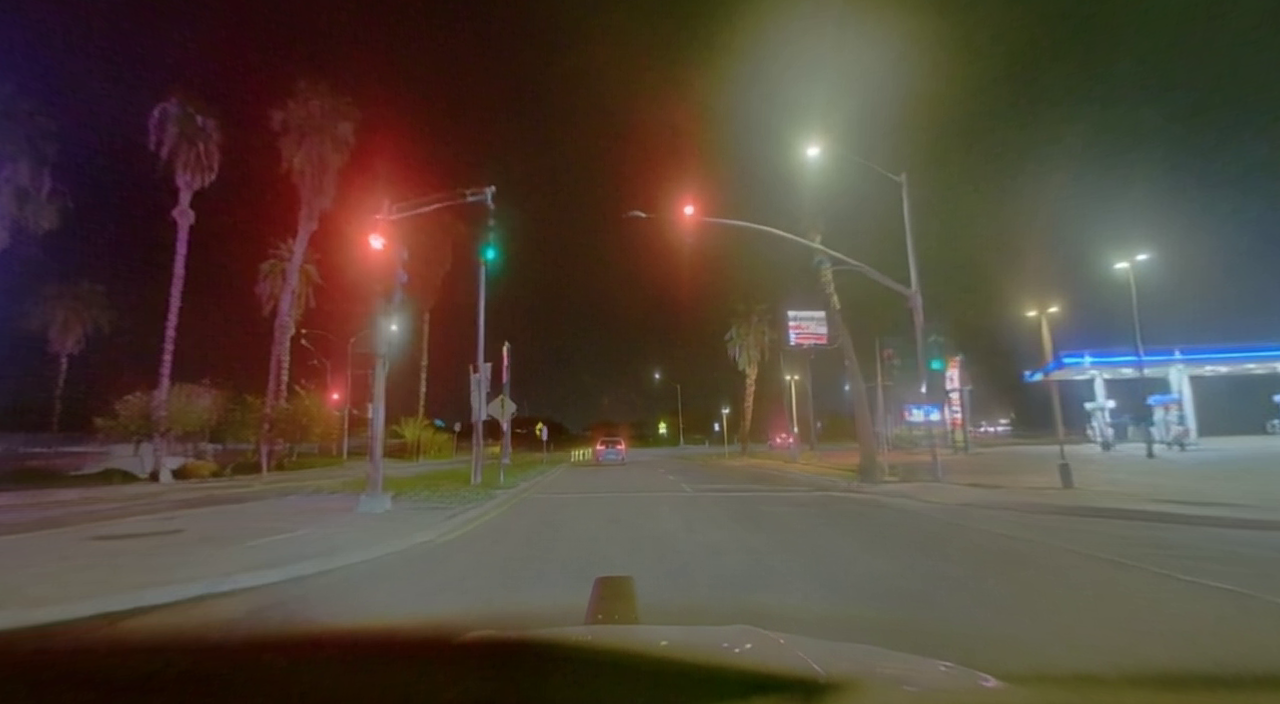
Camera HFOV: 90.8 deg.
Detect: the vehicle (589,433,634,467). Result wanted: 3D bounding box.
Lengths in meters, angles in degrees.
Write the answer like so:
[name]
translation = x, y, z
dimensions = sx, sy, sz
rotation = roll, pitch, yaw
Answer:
[vehicle]
translation = -1.429, 4.860, 31.358
dimensions = 2.073, 1.525, 4.809
rotation = 0, -9, -3
